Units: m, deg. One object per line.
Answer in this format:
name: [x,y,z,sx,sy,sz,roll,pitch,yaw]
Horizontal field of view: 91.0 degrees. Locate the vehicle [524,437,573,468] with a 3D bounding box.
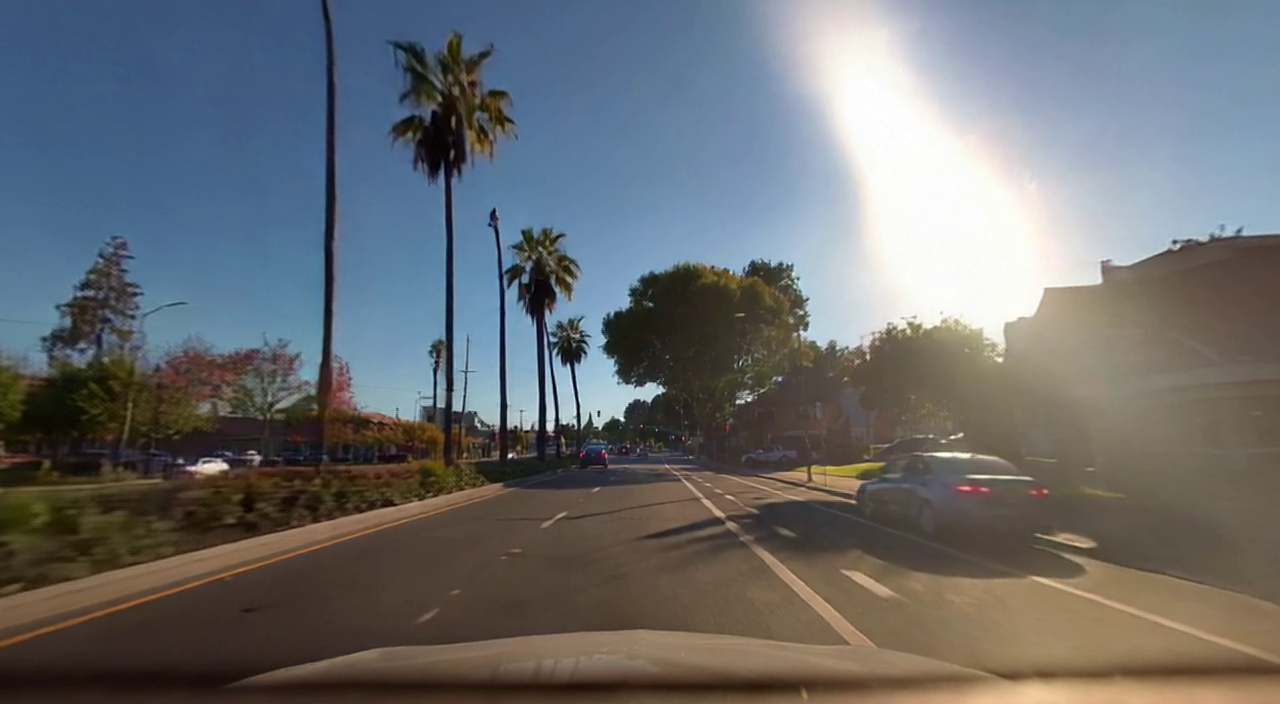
vehicle: [-6.479,7.211,45.390,2.457,2.010,6.330,0,-9,1]

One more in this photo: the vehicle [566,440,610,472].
vehicle: [-3.077,6.330,38.408,2.116,1.806,4.516,0,-9,2]

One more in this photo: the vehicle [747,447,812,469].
vehicle: [10.270,7.825,46.667,4.509,1.520,1.952,-1,-9,9]

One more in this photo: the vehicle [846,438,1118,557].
vehicle: [5.112,2.207,10.261,1.994,1.507,4.173,1,-9,-1]
